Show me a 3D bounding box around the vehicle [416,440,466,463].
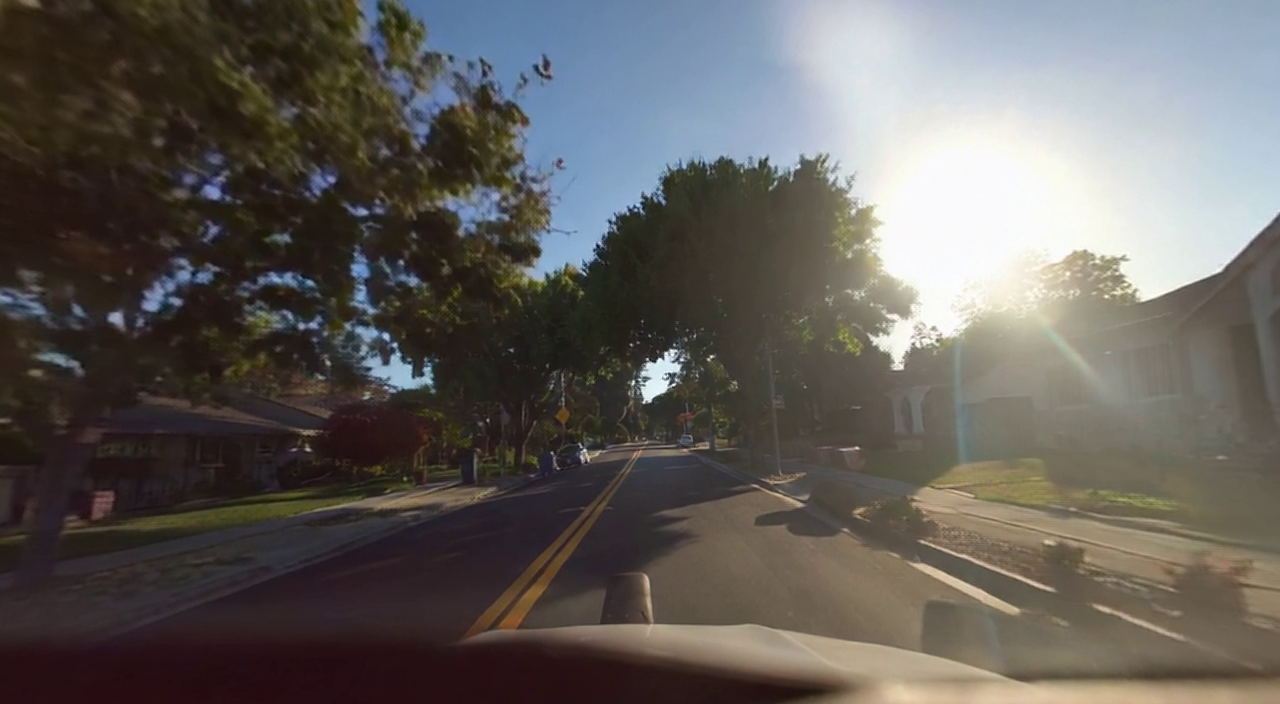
[{"bbox_3d":[-13.836,6.936,44.142,1.830,1.495,4.641,0,-9,2],"label":"vehicle"}]

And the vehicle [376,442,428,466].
[{"bbox_3d":[-16.691,7.123,44.357,1.903,1.500,4.214,-2,-8,2],"label":"vehicle"}]
